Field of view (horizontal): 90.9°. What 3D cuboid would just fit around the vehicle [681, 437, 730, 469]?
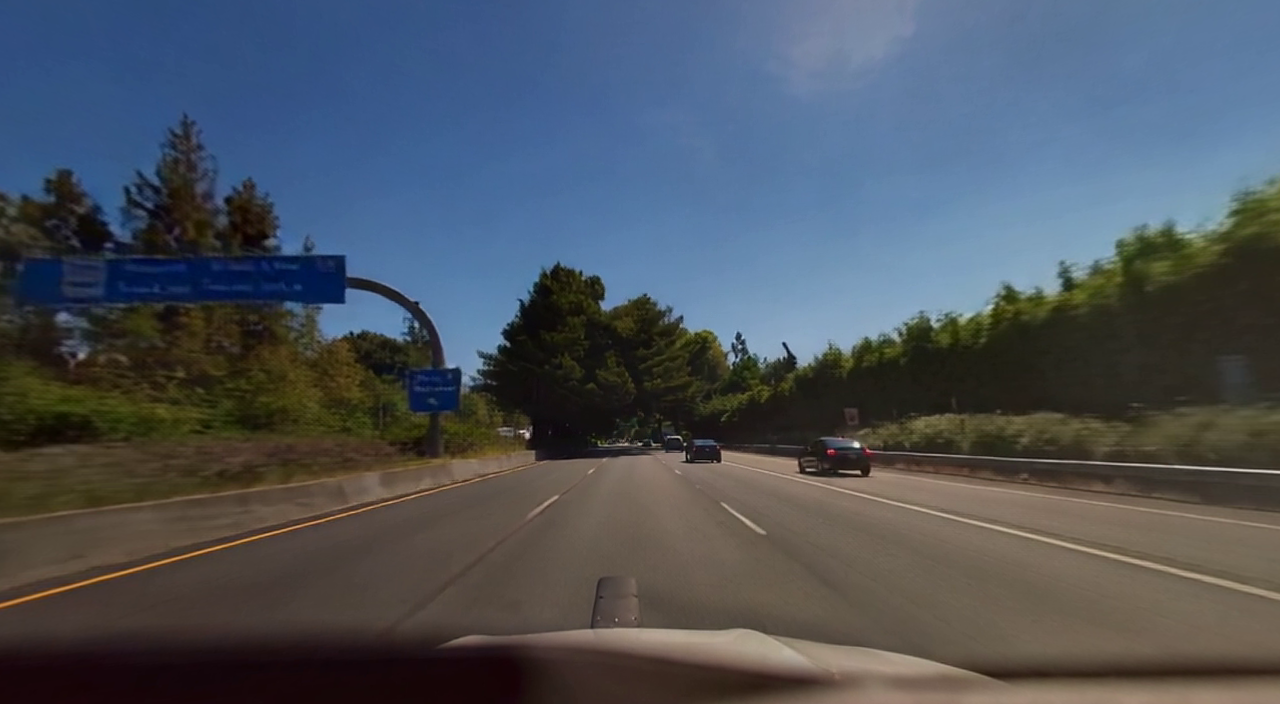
[{"bbox_3d":[3.123,4.882,30.769,1.819,1.468,3.770,0,-8,-2],"label":"vehicle"}]

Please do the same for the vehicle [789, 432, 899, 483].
[{"bbox_3d":[6.792,3.528,21.640,2.003,1.522,4.940,0,-8,-1],"label":"vehicle"}]

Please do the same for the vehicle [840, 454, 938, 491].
[{"bbox_3d":[6.900,3.357,17.746,1.535,0.862,2.814,0,-8,-2],"label":"vehicle"}]
